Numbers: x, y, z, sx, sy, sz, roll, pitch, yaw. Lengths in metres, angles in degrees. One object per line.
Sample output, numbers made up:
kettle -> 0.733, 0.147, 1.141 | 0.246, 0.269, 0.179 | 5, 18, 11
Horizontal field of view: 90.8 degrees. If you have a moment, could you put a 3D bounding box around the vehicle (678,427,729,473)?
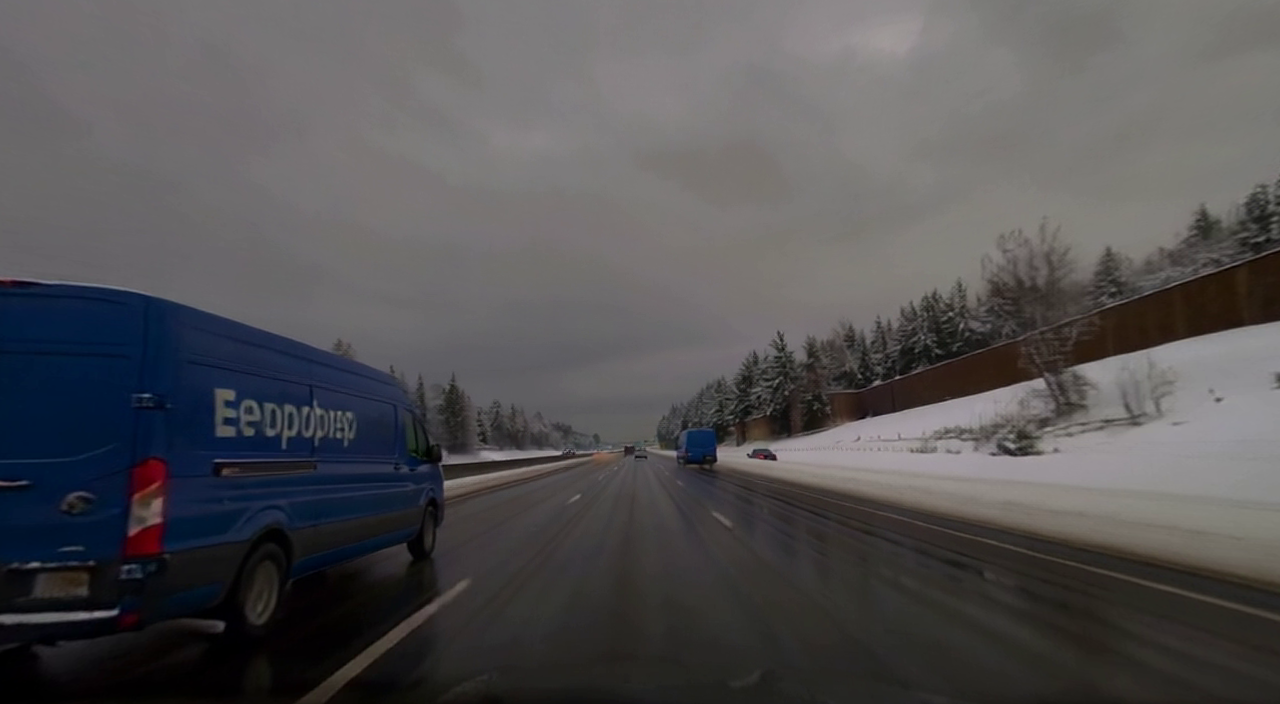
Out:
vehicle -> 3.722, 5.936, 38.182 | 2.373, 2.561, 5.922 | 0, -9, -1

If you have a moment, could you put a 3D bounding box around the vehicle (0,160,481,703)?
vehicle -> -3.452, 0.940, 5.516 | 2.409, 2.523, 6.275 | 0, -9, 1
